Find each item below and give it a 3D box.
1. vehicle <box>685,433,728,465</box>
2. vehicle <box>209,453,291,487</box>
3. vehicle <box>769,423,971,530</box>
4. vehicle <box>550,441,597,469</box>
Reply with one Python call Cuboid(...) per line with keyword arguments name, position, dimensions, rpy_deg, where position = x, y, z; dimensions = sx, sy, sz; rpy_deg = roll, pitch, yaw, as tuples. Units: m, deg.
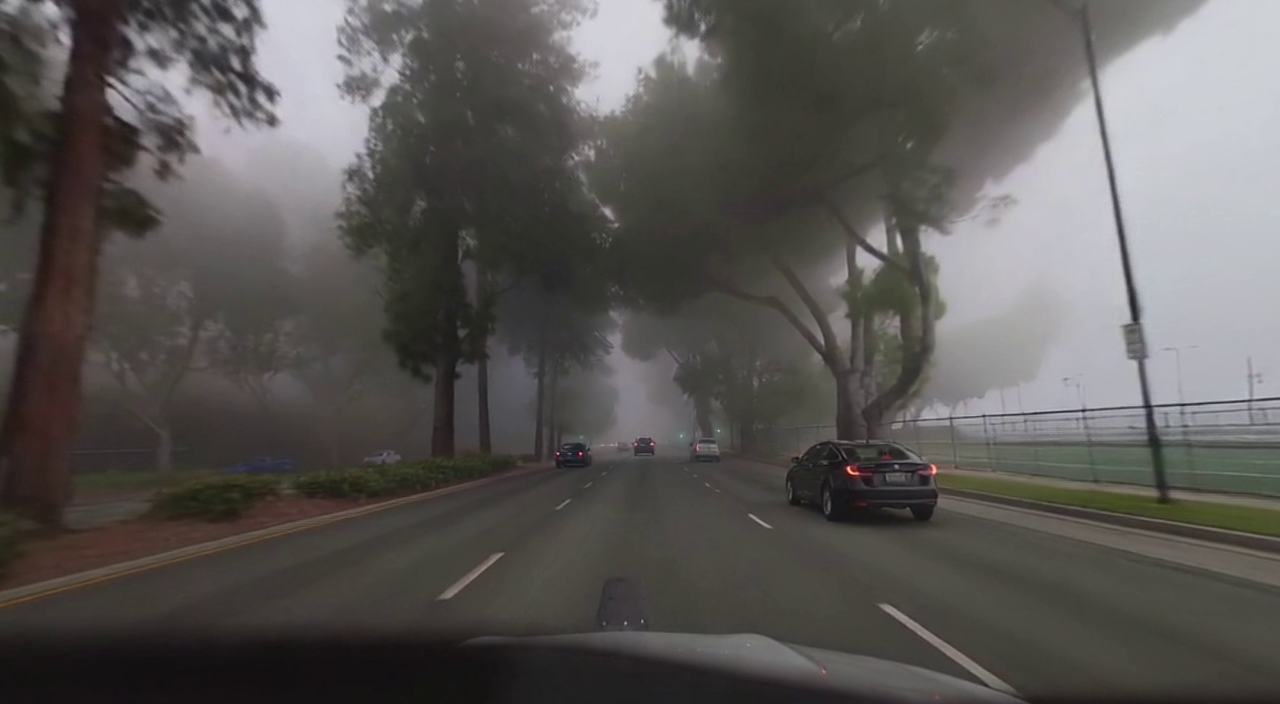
Cuboid(name="vehicle", position=(3.815, 5.683, 37.028), dimensions=(1.980, 1.709, 4.367), rpy_deg=(0, -8, -1))
Cuboid(name="vehicle", position=(-22.578, 6.797, 36.718), dimensions=(1.959, 1.733, 4.681), rpy_deg=(0, -8, -3))
Cuboid(name="vehicle", position=(3.700, 2.078, 11.091), dimensions=(1.919, 1.502, 4.232), rpy_deg=(0, -8, -1))
Cuboid(name="vehicle", position=(-3.460, 5.447, 33.503), dimensions=(2.013, 1.354, 3.908), rpy_deg=(0, -8, 1))
